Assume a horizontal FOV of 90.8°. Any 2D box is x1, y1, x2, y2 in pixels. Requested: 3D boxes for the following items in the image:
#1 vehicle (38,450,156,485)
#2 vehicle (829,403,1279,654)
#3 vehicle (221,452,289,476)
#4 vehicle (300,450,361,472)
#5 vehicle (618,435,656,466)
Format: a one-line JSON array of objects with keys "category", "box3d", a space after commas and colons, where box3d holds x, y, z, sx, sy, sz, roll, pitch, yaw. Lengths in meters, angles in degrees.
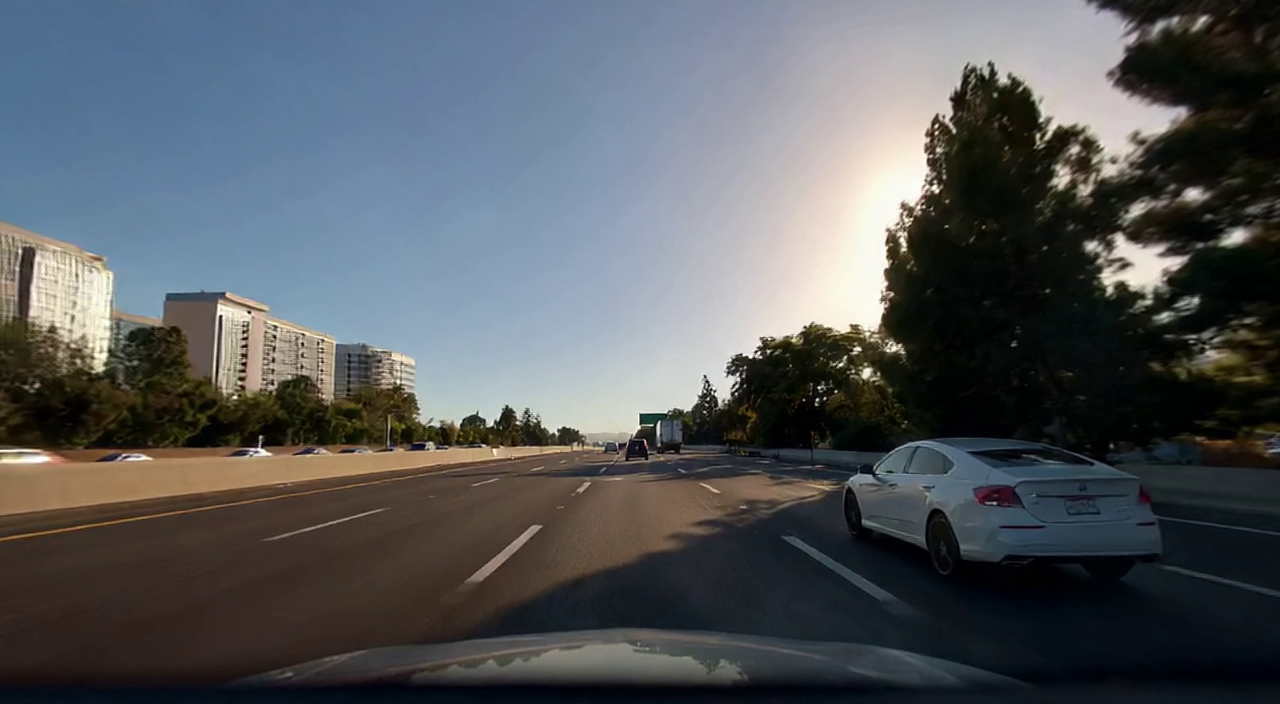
[{"category": "vehicle", "box3d": [-29.648, 6.291, 34.786, 1.918, 1.727, 5.141, 0, -8, 0]}, {"category": "vehicle", "box3d": [3.589, 1.451, 6.299, 1.950, 1.596, 4.326, 0, -8, -1]}, {"category": "vehicle", "box3d": [-25.299, 7.330, 41.697, 1.818, 1.454, 4.326, 0, -8, -1]}, {"category": "vehicle", "box3d": [-22.187, 7.825, 45.508, 1.986, 1.484, 4.683, 0, -8, 0]}, {"category": "vehicle", "box3d": [-0.228, 6.385, 41.046, 2.297, 1.912, 4.355, 0, -8, -1]}]
